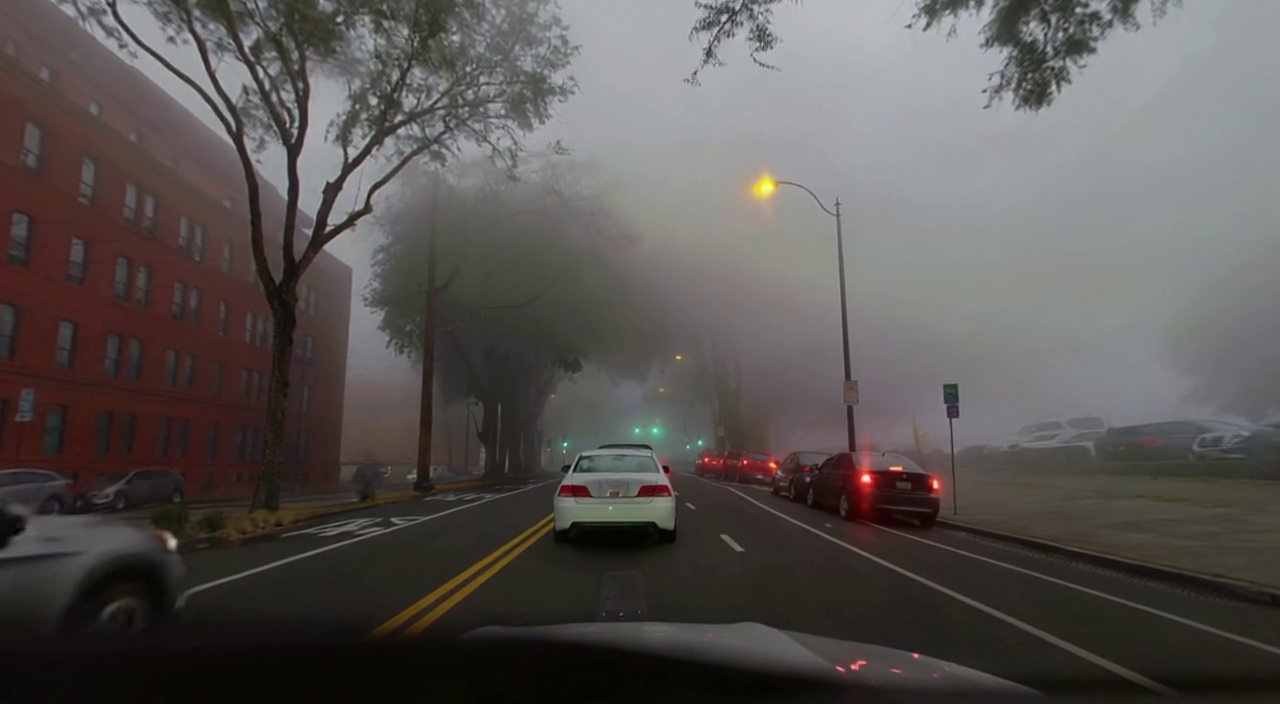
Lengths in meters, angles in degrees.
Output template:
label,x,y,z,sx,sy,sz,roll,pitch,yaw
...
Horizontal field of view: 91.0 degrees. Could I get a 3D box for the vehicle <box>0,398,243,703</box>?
label,x,y,z,sx,sy,sz,roll,pitch,yaw
vehicle,-3.513,0.824,1.590,1.934,1.548,4.635,0,-9,1

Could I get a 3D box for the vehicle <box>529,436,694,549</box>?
label,x,y,z,sx,sy,sz,roll,pitch,yaw
vehicle,-0.385,2.228,10.672,2.230,1.518,4.113,0,-9,0

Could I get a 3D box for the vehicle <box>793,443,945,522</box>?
label,x,y,z,sx,sy,sz,roll,pitch,yaw
vehicle,4.914,2.823,14.201,1.832,1.491,4.054,1,-9,-1
